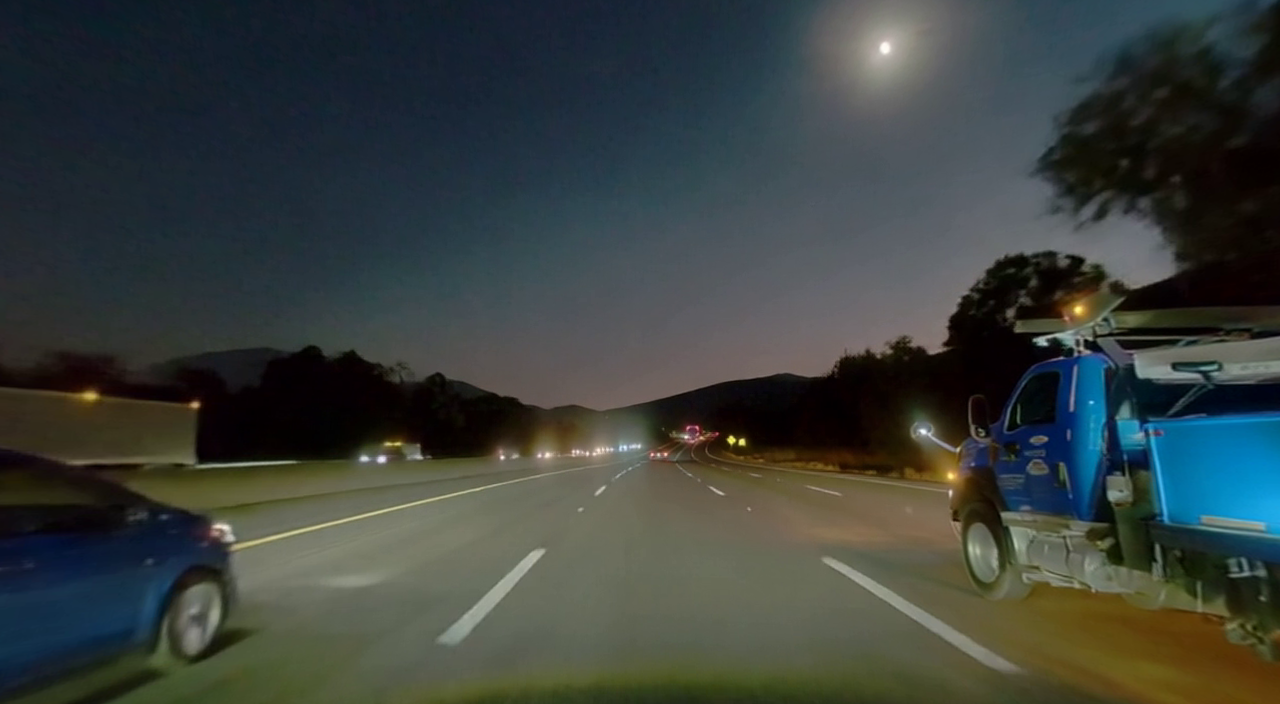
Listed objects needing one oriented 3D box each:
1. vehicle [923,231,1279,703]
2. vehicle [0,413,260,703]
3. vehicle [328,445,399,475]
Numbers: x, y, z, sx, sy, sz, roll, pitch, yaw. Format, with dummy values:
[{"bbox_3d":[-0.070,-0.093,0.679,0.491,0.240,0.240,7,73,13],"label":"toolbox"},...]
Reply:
[{"bbox_3d":[3.731,0.606,2.040,2.538,2.228,6.370,0,-9,-1],"label":"vehicle"},{"bbox_3d":[-3.613,0.907,1.930,1.974,1.493,4.563,0,-9,1],"label":"vehicle"},{"bbox_3d":[-17.367,6.791,39.803,2.076,1.738,5.045,0,-9,2],"label":"vehicle"}]
